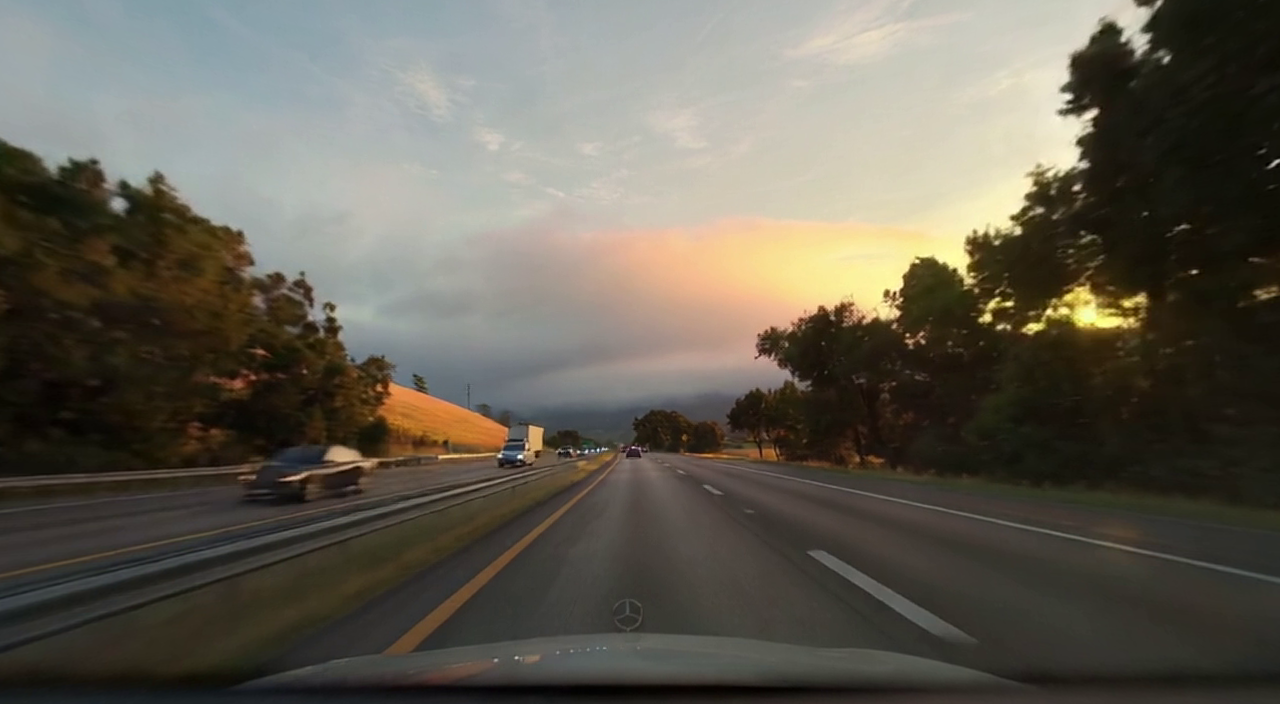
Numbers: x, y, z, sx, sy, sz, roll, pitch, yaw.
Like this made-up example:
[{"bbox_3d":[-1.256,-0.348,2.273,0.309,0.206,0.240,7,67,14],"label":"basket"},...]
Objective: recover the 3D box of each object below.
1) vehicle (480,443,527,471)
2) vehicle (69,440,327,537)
[{"bbox_3d":[-8.926,6.889,41.534,2.167,1.729,4.445,-1,-9,0],"label":"vehicle"},{"bbox_3d":[-8.041,2.485,12.088,1.895,1.477,4.183,-1,-9,0],"label":"vehicle"}]
